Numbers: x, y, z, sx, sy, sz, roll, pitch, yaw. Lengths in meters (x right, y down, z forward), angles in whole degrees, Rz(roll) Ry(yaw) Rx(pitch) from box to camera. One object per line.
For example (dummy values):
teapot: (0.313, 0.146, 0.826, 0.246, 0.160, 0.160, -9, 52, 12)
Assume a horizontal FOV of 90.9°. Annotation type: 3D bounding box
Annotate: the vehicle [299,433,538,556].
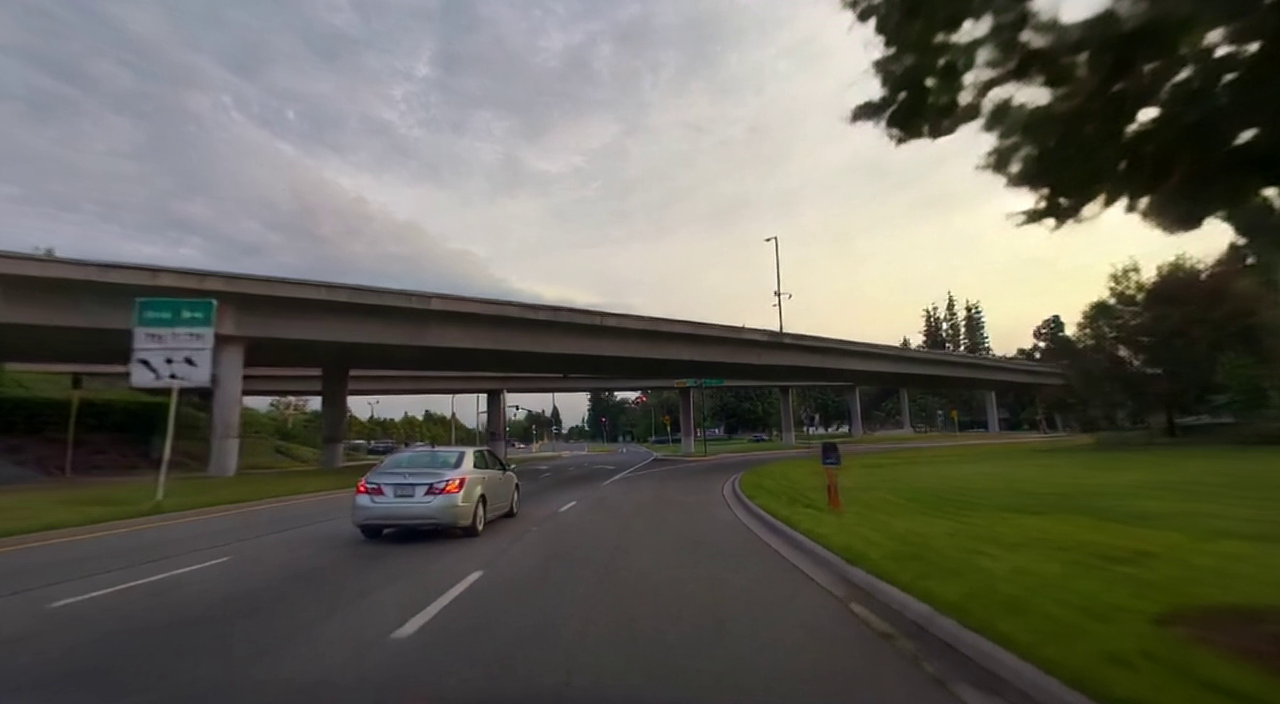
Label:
vehicle: (-3.049, 2.076, 9.940, 1.963, 1.460, 4.614, 0, -9, 2)
